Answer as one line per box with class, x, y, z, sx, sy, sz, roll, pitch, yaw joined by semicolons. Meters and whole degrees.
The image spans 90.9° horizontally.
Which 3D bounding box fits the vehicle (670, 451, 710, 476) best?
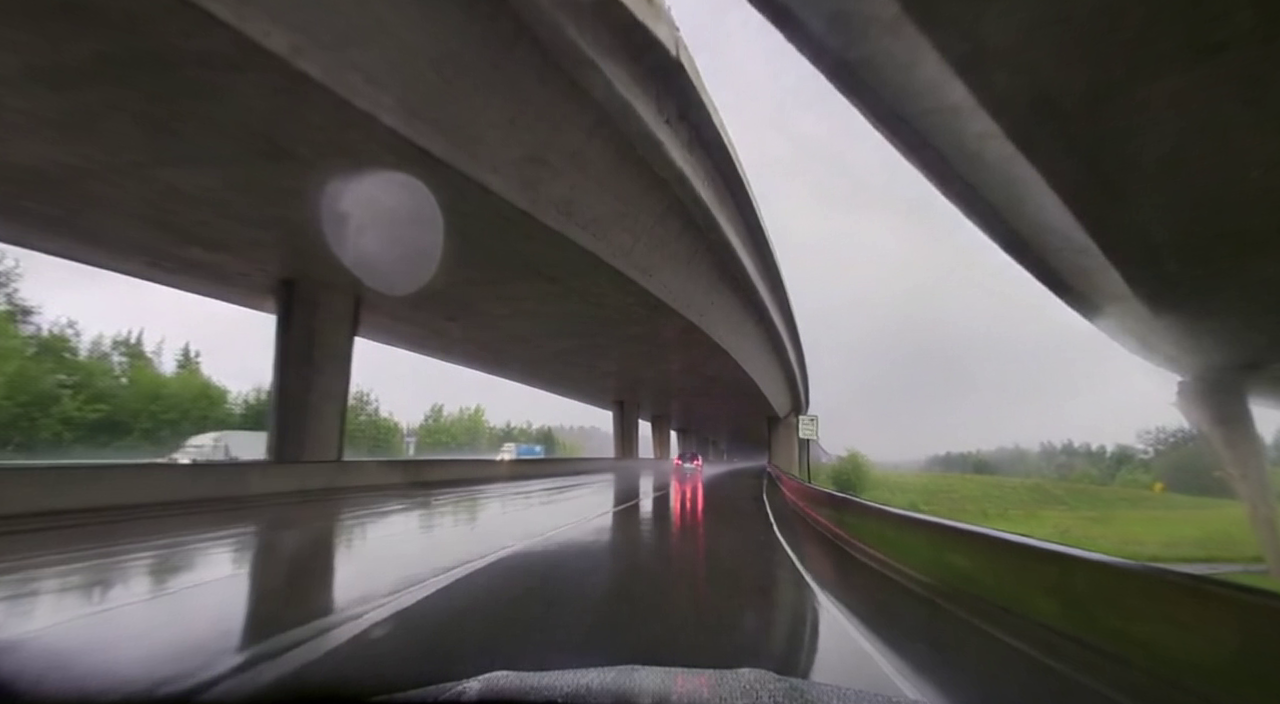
vehicle;3.202;6.994;39.732;1.940;1.444;4.024;-2;-9;12
